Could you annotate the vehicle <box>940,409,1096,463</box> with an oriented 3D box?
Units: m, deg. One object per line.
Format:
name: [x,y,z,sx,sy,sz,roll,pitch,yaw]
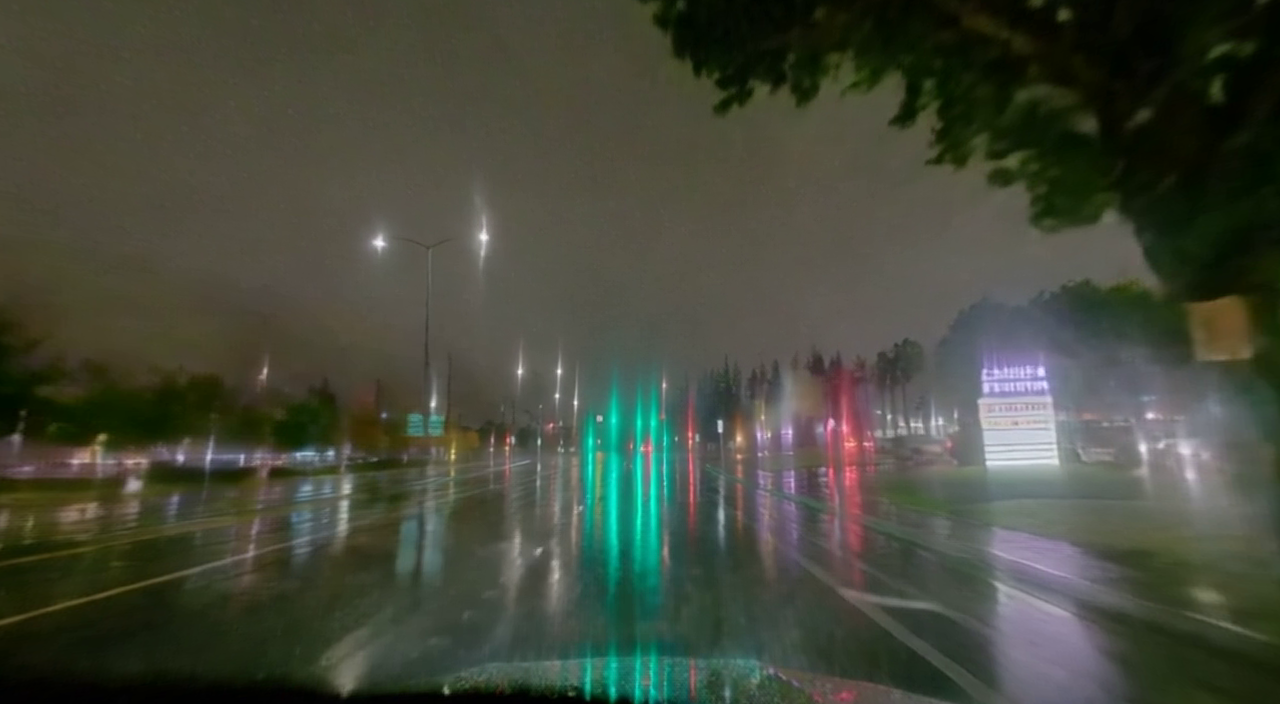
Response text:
vehicle: [13.988,3.140,23.580,4.514,1.929,1.991,0,-8,-4]
